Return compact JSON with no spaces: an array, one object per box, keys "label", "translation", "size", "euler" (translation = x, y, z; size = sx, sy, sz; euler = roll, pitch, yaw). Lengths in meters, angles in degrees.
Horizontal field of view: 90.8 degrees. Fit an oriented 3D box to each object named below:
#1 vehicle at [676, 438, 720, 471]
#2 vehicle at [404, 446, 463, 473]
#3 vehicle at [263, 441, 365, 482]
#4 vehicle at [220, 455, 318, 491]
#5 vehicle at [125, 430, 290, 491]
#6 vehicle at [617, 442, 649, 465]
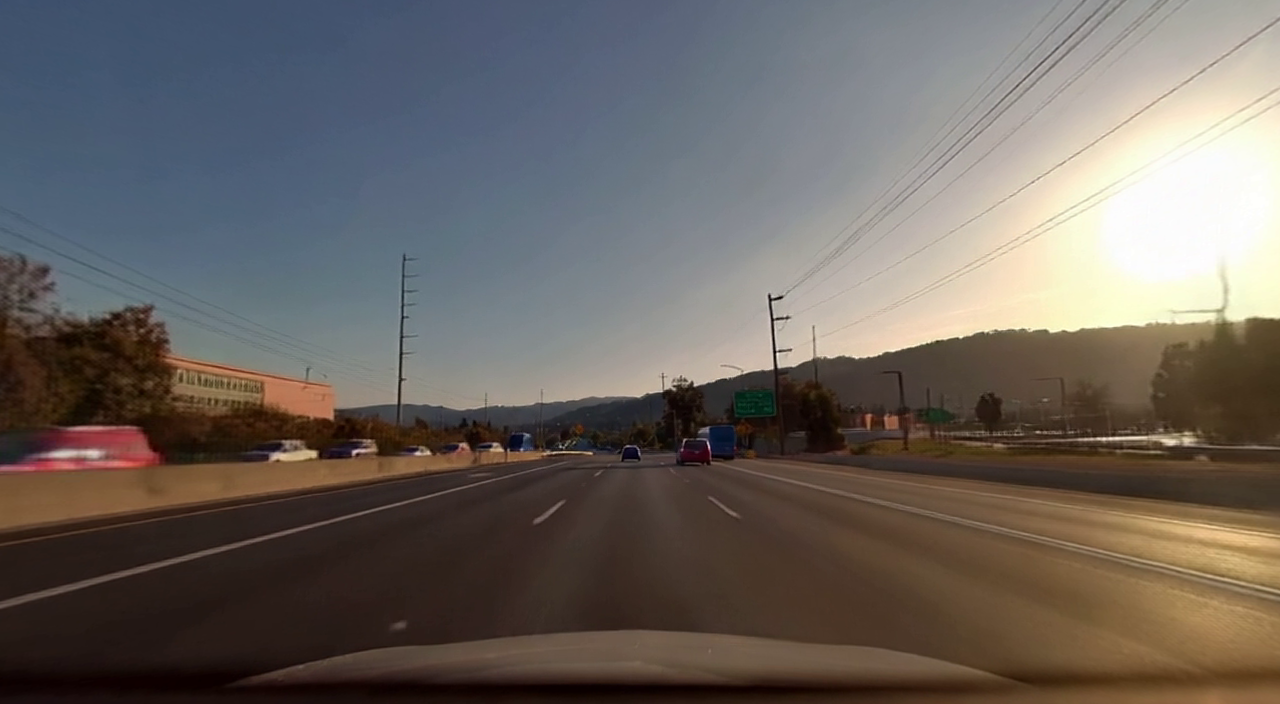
[{"label":"vehicle","translation":[3.395,6.121,37.891],"size":[2.036,1.796,4.470],"euler":[0,-9,-2]},{"label":"vehicle","translation":[-13.801,7.197,42.581],"size":[2.059,1.632,5.389],"euler":[0,-9,1]},{"label":"vehicle","translation":[-13.545,4.560,26.597],"size":[1.941,1.539,4.406],"euler":[0,-9,0]},{"label":"vehicle","translation":[-17.685,5.761,30.424],"size":[1.847,1.485,4.729],"euler":[0,-9,0]},{"label":"vehicle","translation":[-25.064,6.362,37.508],"size":[2.954,3.149,9.482],"euler":[0,-9,1]},{"label":"vehicle","translation":[-0.540,7.971,49.648],"size":[2.325,1.712,4.592],"euler":[0,-9,0]}]
